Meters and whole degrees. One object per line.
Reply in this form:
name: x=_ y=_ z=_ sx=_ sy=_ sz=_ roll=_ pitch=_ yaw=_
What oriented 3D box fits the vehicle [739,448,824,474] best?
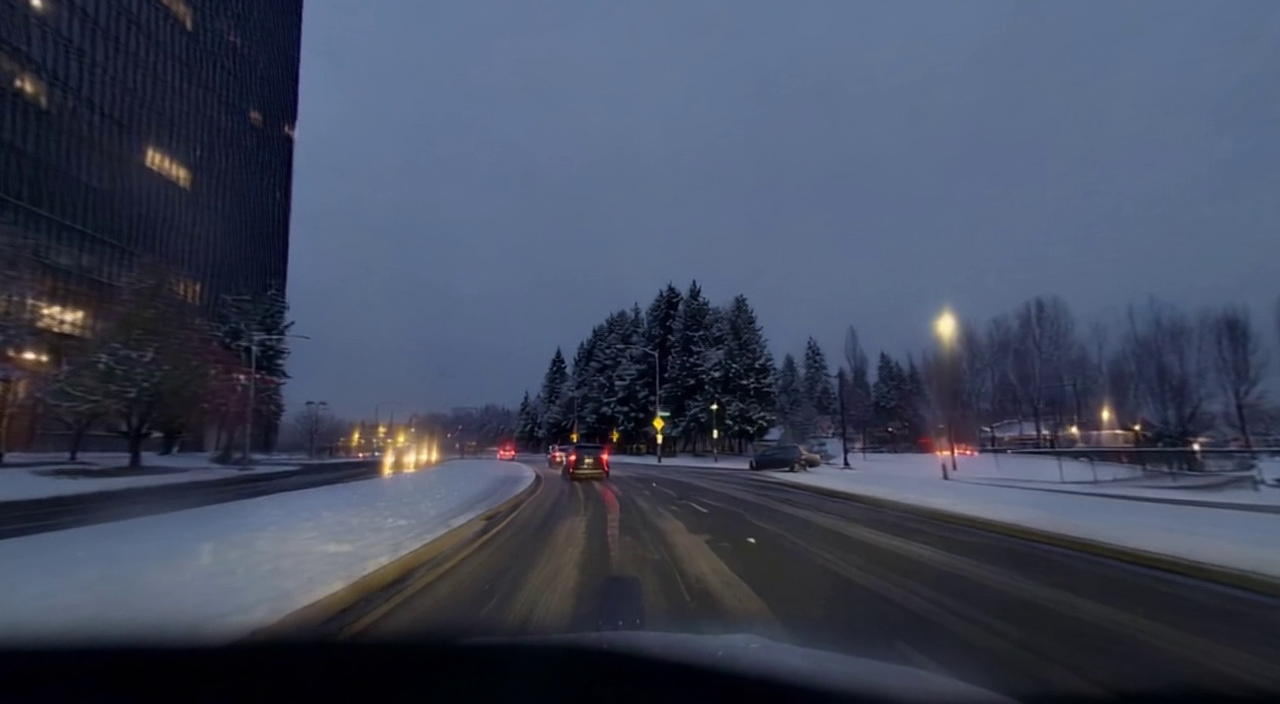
vehicle: x=8.416 y=6.562 z=37.900 sx=4.645 sy=1.505 sz=2.100 roll=0 pitch=-9 yaw=2

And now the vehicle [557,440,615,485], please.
vehicle: x=-2.251 y=4.555 z=26.235 sx=2.183 sy=1.675 sz=4.319 roll=1 pitch=-9 yaw=-5
